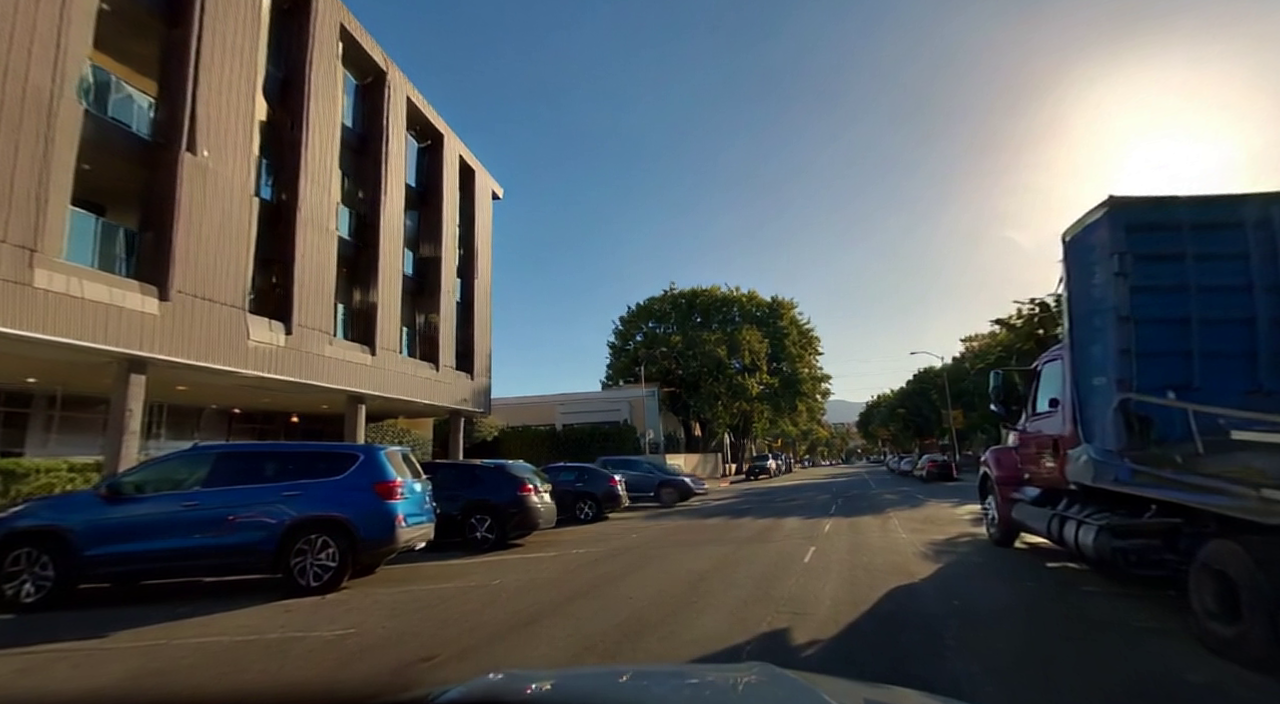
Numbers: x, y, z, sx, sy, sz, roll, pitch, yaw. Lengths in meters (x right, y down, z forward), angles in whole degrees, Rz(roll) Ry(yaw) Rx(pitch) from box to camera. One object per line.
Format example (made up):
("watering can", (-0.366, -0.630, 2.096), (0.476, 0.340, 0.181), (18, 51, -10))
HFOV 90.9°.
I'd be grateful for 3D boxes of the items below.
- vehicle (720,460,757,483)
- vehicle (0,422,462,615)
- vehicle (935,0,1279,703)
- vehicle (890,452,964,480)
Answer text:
("vehicle", (7.267, 8.723, 46.102), (1.798, 1.459, 4.306), (-3, -9, 20))
("vehicle", (-5.043, 1.901, 8.008), (5.022, 1.872, 2.137), (4, -9, -24))
("vehicle", (5.658, 0.461, 7.238), (3.320, 4.034, 11.553), (-3, -9, 22))
("vehicle", (17.921, 7.090, 39.305), (4.118, 1.635, 1.805), (4, -9, -23))
